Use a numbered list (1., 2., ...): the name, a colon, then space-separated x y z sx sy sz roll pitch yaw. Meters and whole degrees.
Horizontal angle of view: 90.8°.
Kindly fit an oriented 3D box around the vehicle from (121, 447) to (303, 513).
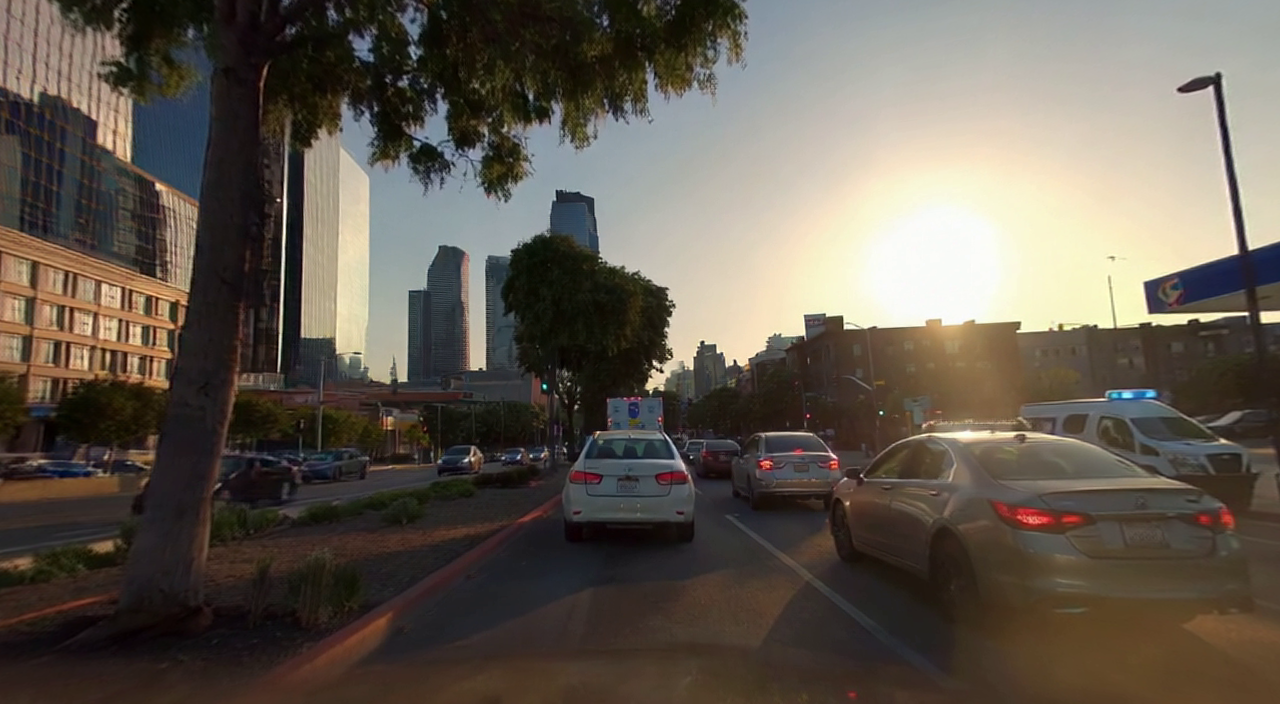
1. vehicle: -11.347 3.371 17.207 1.955 1.546 4.232 0 -9 0

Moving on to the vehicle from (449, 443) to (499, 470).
1. vehicle: -11.117 7.014 42.685 2.055 1.663 4.637 0 -9 0

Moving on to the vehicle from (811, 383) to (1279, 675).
1. vehicle: 3.361 1.364 6.010 2.056 1.700 4.399 0 -9 -3

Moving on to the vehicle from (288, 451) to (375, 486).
1. vehicle: -14.497 5.453 30.006 1.883 1.479 4.471 0 -9 -1

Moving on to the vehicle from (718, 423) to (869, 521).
1. vehicle: 2.918 2.391 13.059 1.995 1.677 4.106 0 -9 -1

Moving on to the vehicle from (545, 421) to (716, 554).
1. vehicle: -0.167 1.953 9.739 2.106 1.613 3.697 0 -9 -1

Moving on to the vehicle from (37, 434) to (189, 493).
1. vehicle: -26.955 5.707 32.747 2.571 2.711 6.027 0 -9 0
